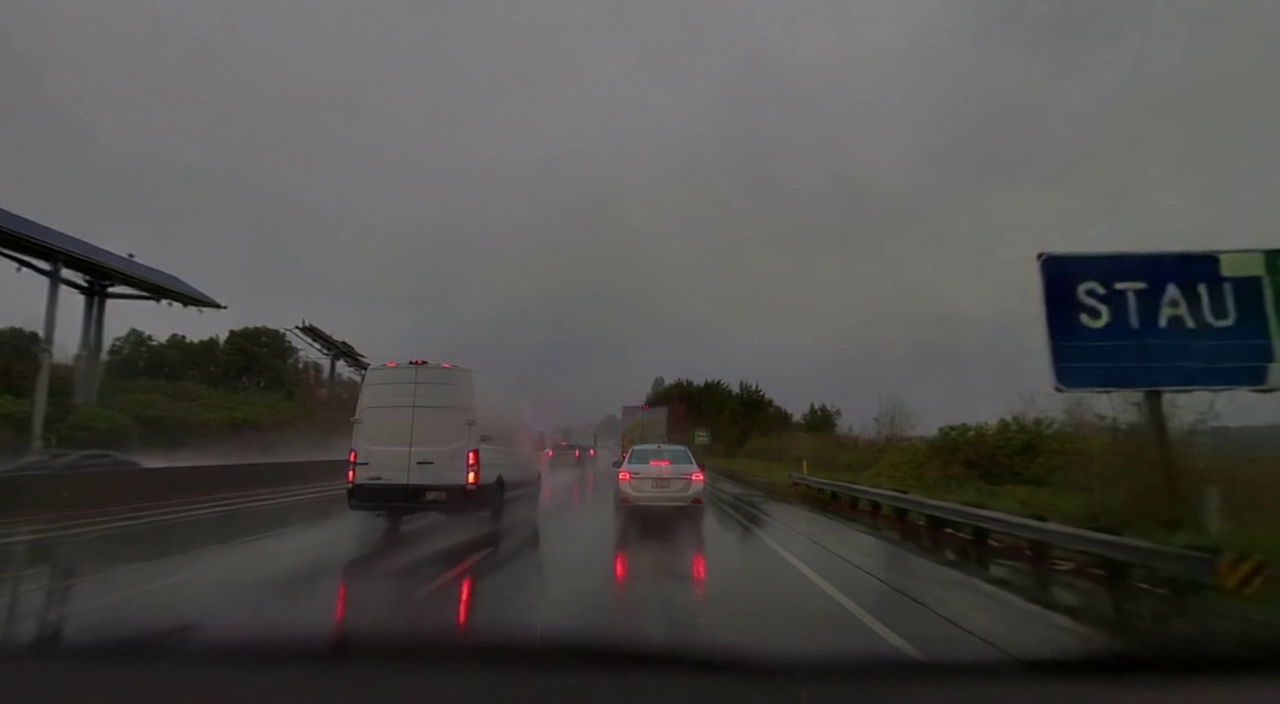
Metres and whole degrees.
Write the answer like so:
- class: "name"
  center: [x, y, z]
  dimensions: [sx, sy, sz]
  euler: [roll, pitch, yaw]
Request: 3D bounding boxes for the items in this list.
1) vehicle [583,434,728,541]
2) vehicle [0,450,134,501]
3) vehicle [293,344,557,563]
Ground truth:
- class: "vehicle"
  center: [0.208, 2.222, 10.858]
  dimensions: [2.063, 1.507, 3.488]
  euler: [0, -9, 0]
- class: "vehicle"
  center: [-19.567, 4.020, 20.952]
  dimensions: [1.841, 1.476, 4.383]
  euler: [0, -9, 1]
- class: "vehicle"
  center: [-3.143, 1.782, 11.391]
  dimensions: [2.289, 2.757, 6.726]
  euler: [0, -9, 1]
